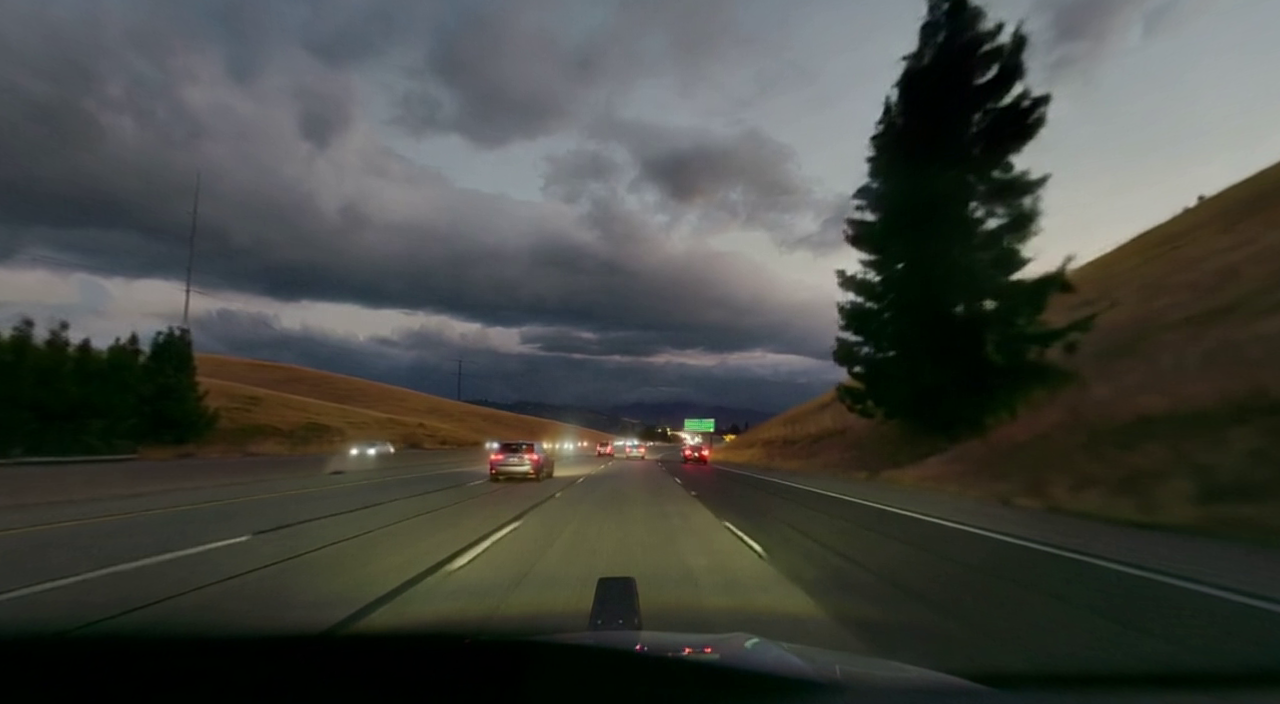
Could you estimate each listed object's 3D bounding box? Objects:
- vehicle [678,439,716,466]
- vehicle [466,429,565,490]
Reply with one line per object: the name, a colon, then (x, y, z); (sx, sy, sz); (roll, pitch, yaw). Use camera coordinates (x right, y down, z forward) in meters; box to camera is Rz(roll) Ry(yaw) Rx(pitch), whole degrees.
vehicle: (3.971, 7.117, 45.013); (2.164, 1.788, 4.500); (0, -8, -1)
vehicle: (-3.743, 3.341, 19.962); (2.166, 1.700, 4.661); (0, -8, 0)
